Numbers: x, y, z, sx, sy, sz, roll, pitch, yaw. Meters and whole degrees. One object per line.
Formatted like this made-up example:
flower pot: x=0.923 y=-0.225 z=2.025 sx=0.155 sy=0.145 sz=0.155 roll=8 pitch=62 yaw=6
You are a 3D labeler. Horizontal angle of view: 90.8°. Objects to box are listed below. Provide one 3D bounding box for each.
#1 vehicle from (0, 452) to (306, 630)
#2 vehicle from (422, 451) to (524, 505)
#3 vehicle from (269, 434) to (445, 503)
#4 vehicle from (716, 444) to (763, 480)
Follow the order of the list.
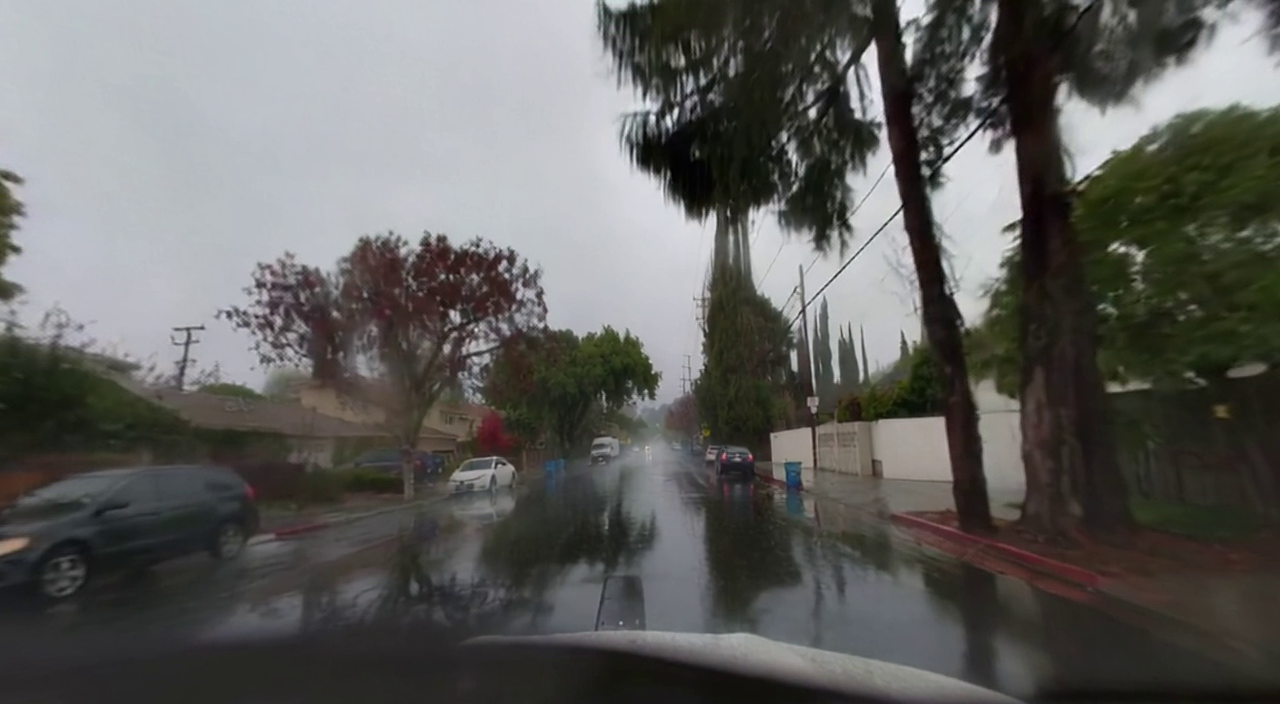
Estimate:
vehicle: x=-6.756 y=2.201 z=8.319 sx=2.061 sy=1.466 sz=4.660 roll=-4 pitch=-7 yaw=3
vehicle: x=-5.875 y=4.468 z=22.883 sx=2.062 sy=1.500 sz=4.629 roll=-4 pitch=-8 yaw=5
vehicle: x=-10.422 y=4.312 z=24.114 sx=2.416 sy=2.211 sz=6.384 roll=-3 pitch=-9 yaw=17
vehicle: x=4.543 y=5.062 z=29.378 sx=1.903 sy=1.500 sz=4.057 roll=-1 pitch=-8 yaw=5
